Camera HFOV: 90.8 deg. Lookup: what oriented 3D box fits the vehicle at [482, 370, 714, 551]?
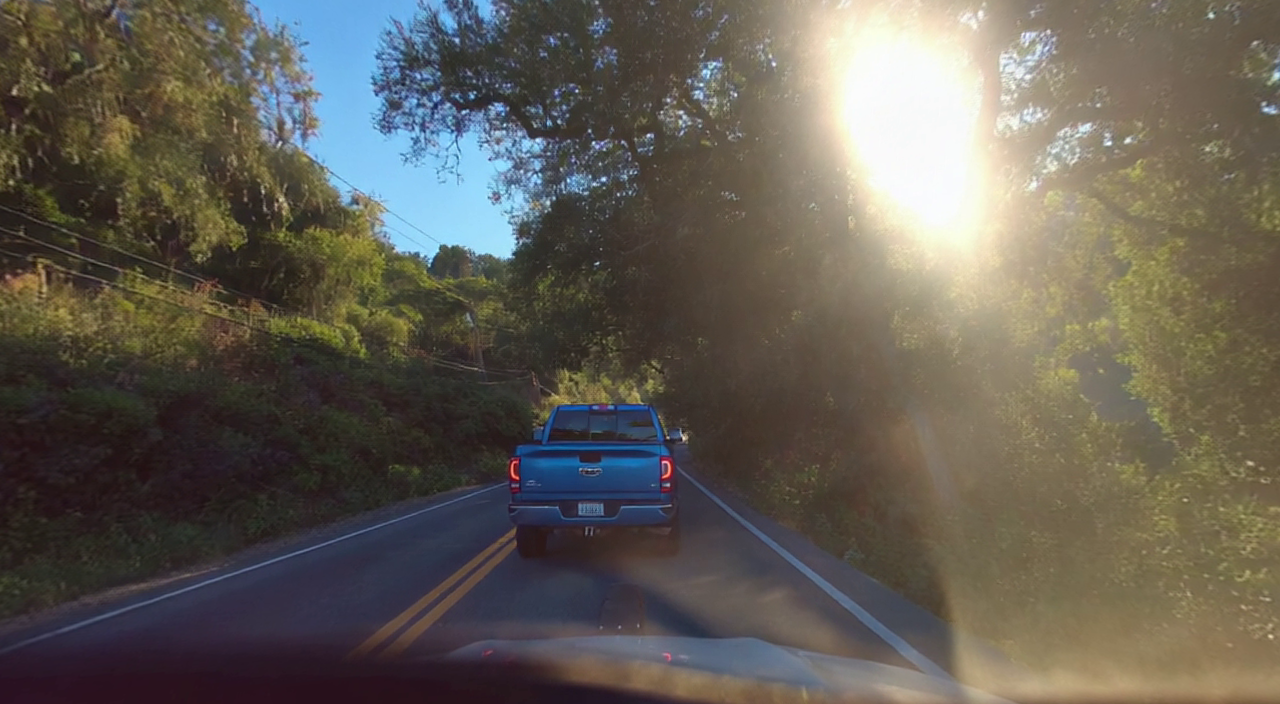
[{"bbox_3d":[-0.550,1.762,10.794,2.837,2.223,5.885,0,-8,-1],"label":"vehicle"}]
